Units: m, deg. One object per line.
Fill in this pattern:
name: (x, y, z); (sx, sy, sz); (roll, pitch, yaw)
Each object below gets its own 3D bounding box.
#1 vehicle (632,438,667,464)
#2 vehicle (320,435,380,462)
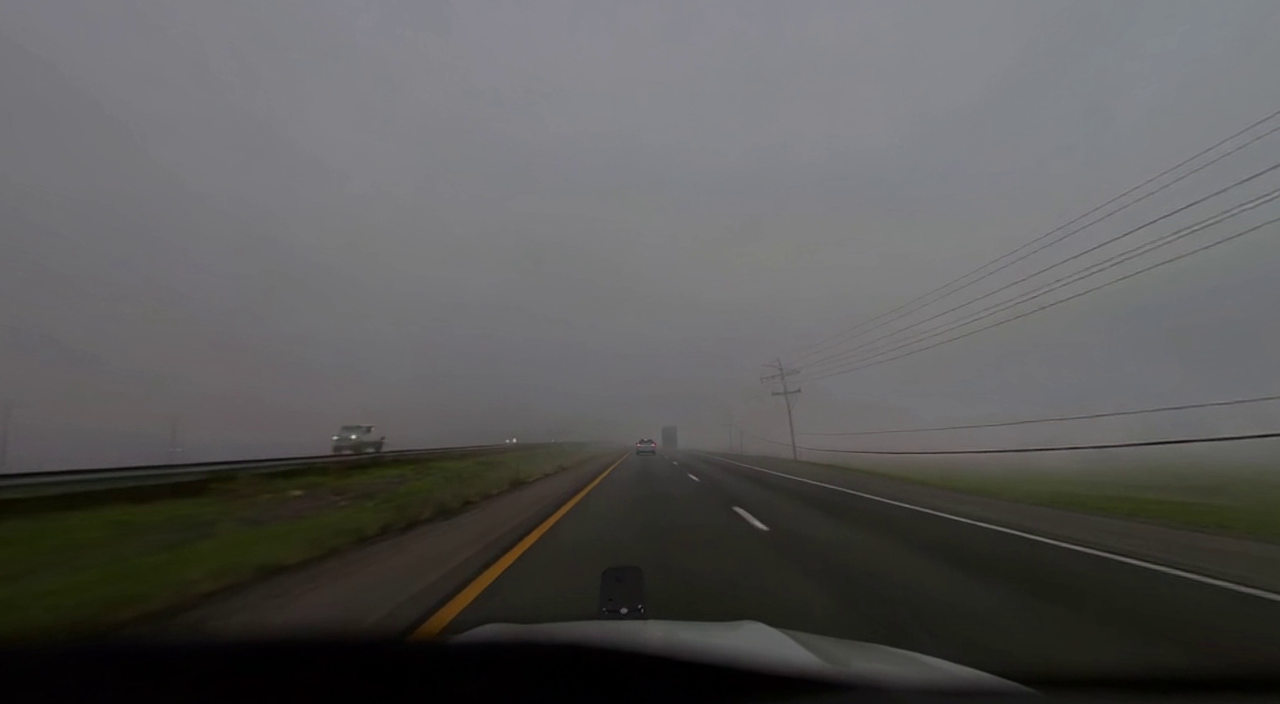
vehicle: (0.647, 6.560, 41.878); (2.192, 1.556, 4.132); (-1, -8, 1)
vehicle: (-21.454, 7.184, 46.935); (2.039, 1.874, 4.958); (-1, -8, 1)
